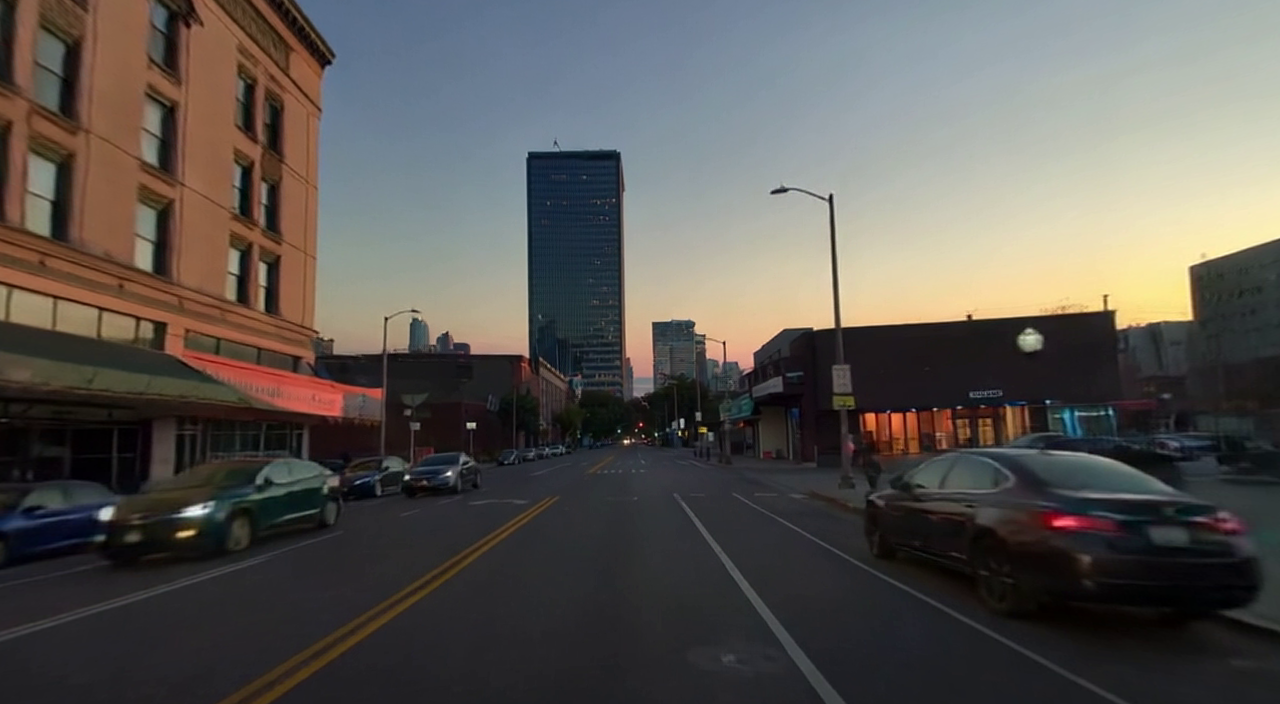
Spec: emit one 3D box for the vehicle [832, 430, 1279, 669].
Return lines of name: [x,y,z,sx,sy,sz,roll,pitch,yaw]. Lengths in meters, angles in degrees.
vehicle: [3.709,1.596,6.425,1.937,1.481,4.760,0,-8,-1]

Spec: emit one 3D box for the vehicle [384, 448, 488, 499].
vehicle: [-6.641,3.978,21.169,1.962,1.475,4.580,0,-8,0]

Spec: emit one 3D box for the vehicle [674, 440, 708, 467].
vehicle: [3.563,7.176,44.814,2.118,1.779,5.121,-1,-8,2]

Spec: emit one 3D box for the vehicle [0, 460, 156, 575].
vehicle: [-11.118,2.937,11.426,1.812,1.538,3.761,-3,-5,0]

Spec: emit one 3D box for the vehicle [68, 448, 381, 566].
vehicle: [-6.384,2.378,10.634,1.993,1.484,4.812,0,-8,0]
